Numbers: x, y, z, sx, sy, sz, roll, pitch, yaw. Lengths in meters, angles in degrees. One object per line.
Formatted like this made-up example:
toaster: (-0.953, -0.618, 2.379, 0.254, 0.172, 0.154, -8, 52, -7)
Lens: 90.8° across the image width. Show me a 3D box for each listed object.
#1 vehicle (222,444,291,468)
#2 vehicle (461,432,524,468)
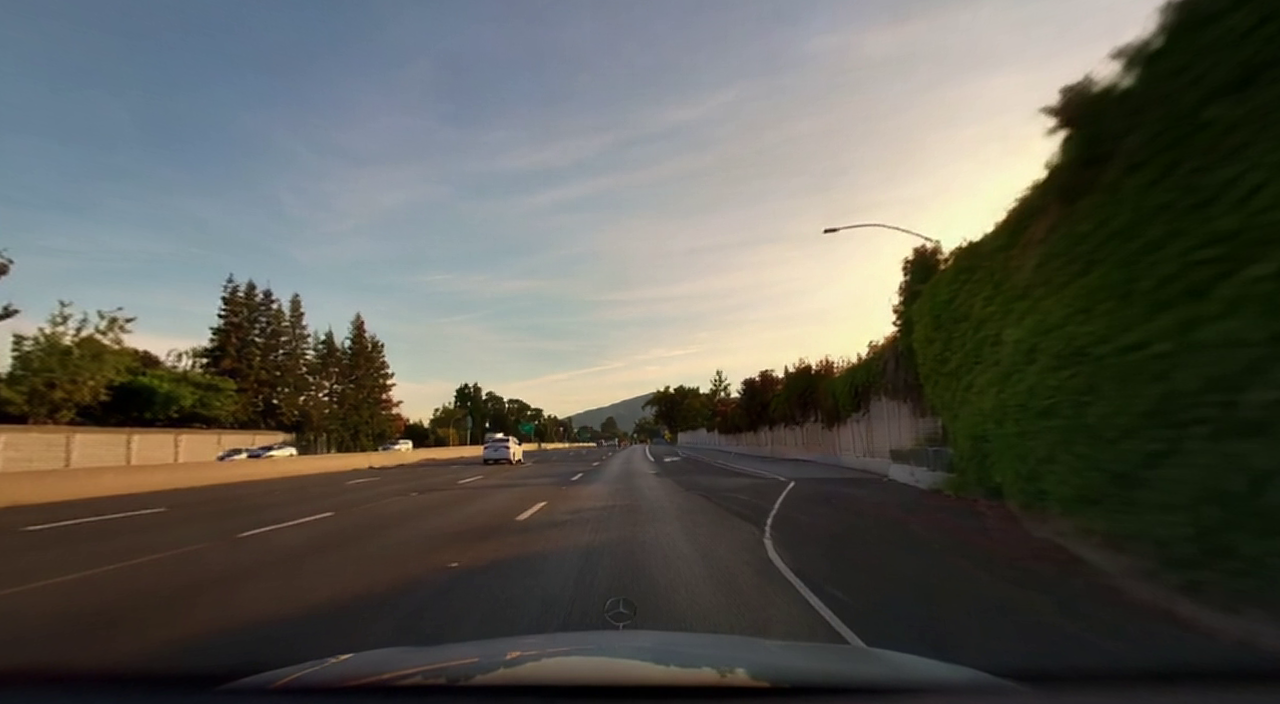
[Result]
vehicle: (-26.127, 7.073, 43.236, 1.919, 1.514, 4.811, 1, -9, -3)
vehicle: (-7.638, 5.132, 33.176, 2.115, 1.711, 4.722, 0, -9, 1)
